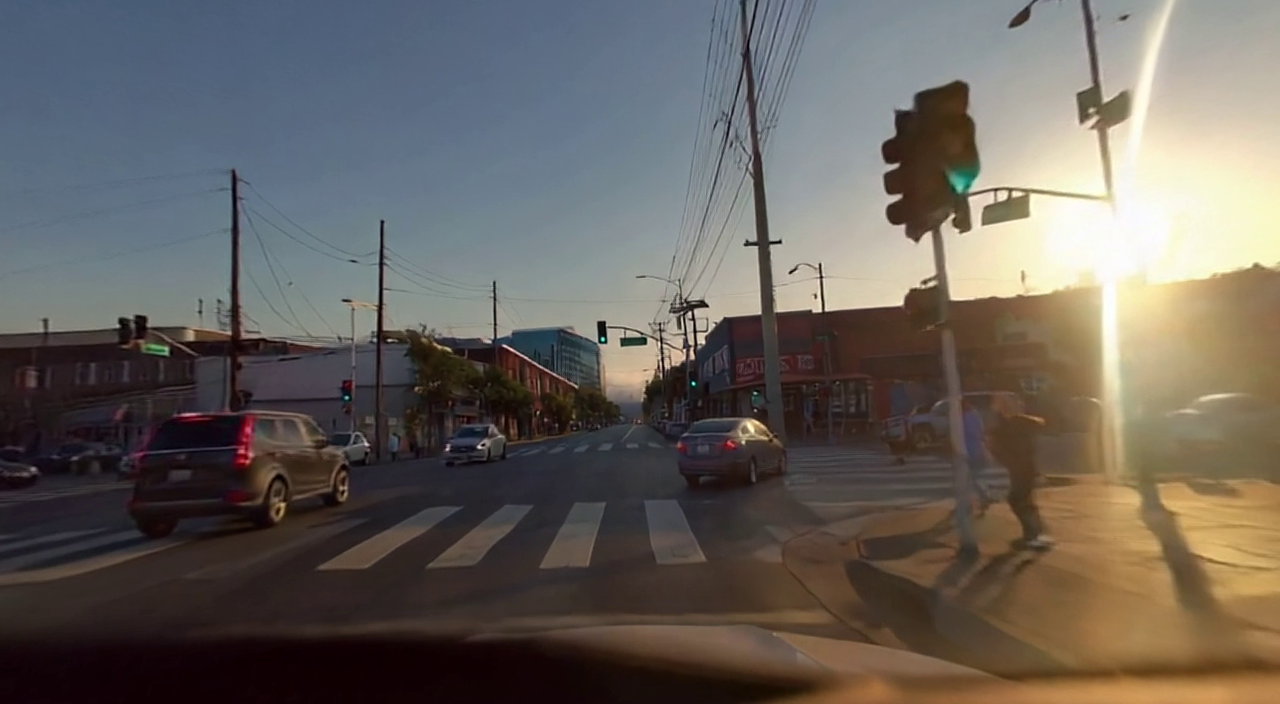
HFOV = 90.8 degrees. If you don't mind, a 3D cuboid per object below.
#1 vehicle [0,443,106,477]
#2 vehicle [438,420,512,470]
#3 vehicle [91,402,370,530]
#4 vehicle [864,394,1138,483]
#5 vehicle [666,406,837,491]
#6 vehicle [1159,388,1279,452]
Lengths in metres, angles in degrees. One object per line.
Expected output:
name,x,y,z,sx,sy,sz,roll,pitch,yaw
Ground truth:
vehicle,-34.664,6.326,37.287,4.492,1.880,1.879,0,-7,-1
vehicle,-5.513,3.034,20.999,2.097,1.457,4.439,2,-8,-16
vehicle,-6.573,1.848,10.896,2.063,1.751,4.229,0,-7,-2
vehicle,7.479,1.766,13.351,4.714,1.686,1.973,1,-6,-8
vehicle,2.552,1.955,13.616,2.059,1.497,4.260,-5,-7,33
vehicle,18.884,2.030,19.228,4.478,1.749,2.161,-1,-7,-9
